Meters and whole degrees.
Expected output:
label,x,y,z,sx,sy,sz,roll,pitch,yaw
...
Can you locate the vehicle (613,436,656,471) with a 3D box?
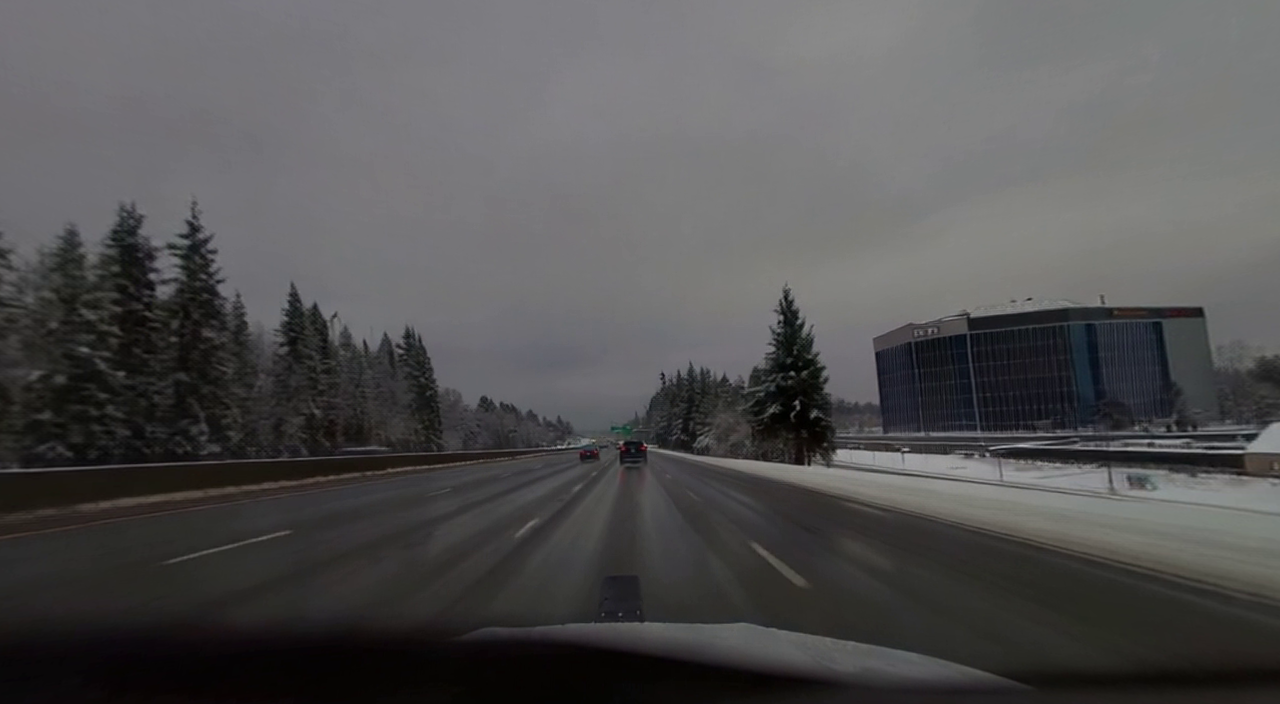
label,x,y,z,sx,sy,sz,roll,pitch,yaw
vehicle,-0.325,5.756,35.948,2.302,1.810,4.707,0,-8,-1
